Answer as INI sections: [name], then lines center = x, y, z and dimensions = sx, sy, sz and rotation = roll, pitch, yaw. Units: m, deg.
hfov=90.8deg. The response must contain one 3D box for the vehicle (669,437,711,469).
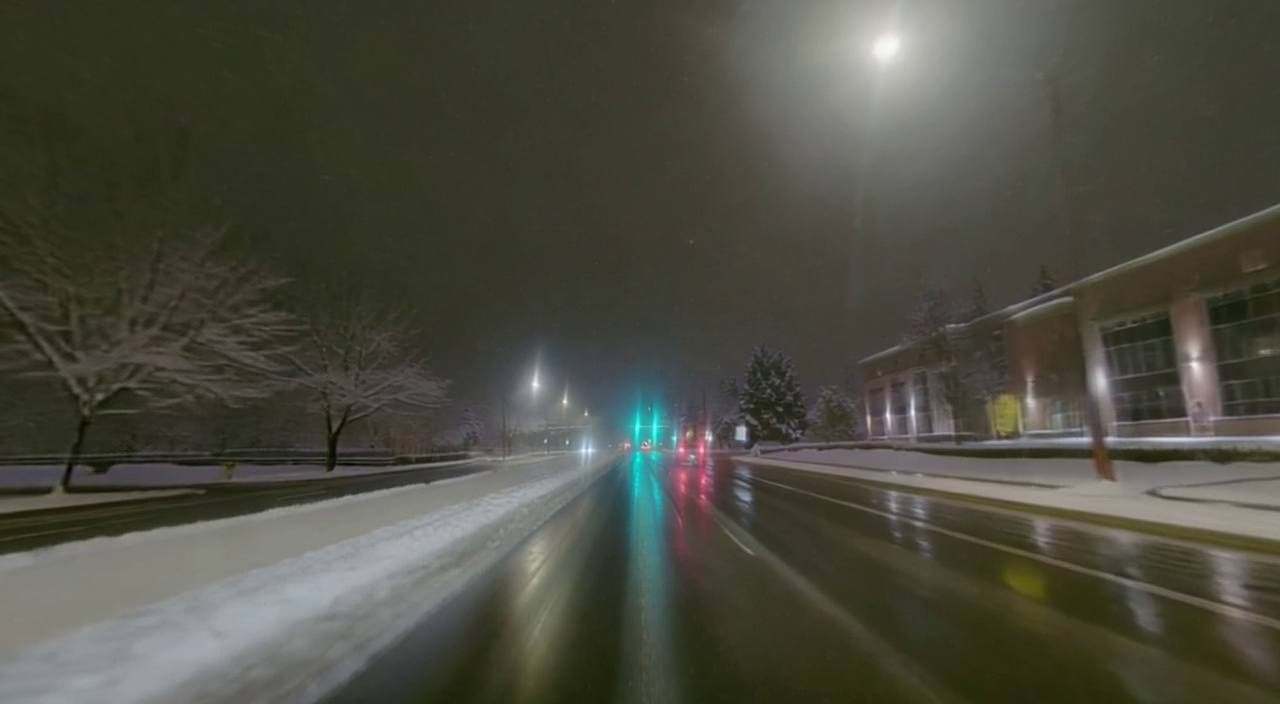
[vehicle]
center = 3.026, 6.273, 39.482
dimensions = 2.085, 1.828, 5.383
rotation = 0, -8, -1
